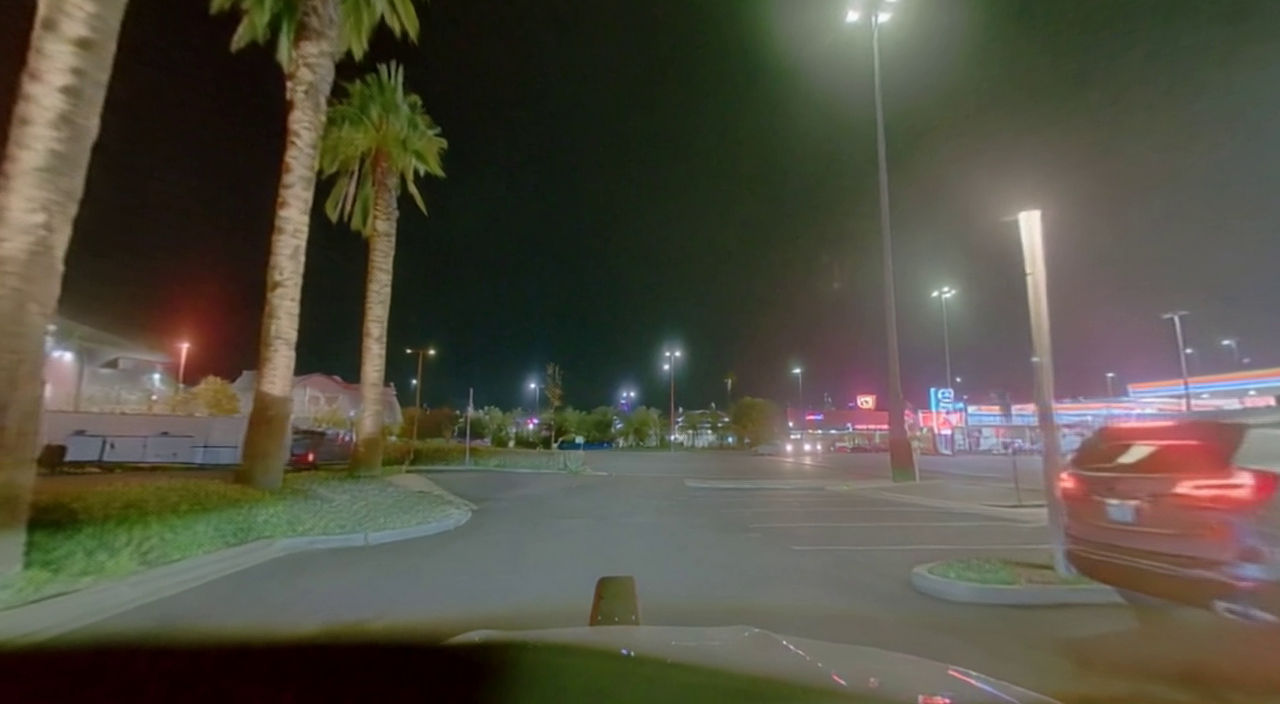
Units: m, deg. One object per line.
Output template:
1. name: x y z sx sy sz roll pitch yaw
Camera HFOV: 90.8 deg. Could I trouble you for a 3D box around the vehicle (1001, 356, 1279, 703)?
1. vehicle: 5.421 1.105 4.350 4.560 1.818 2.148 1 -8 -4
